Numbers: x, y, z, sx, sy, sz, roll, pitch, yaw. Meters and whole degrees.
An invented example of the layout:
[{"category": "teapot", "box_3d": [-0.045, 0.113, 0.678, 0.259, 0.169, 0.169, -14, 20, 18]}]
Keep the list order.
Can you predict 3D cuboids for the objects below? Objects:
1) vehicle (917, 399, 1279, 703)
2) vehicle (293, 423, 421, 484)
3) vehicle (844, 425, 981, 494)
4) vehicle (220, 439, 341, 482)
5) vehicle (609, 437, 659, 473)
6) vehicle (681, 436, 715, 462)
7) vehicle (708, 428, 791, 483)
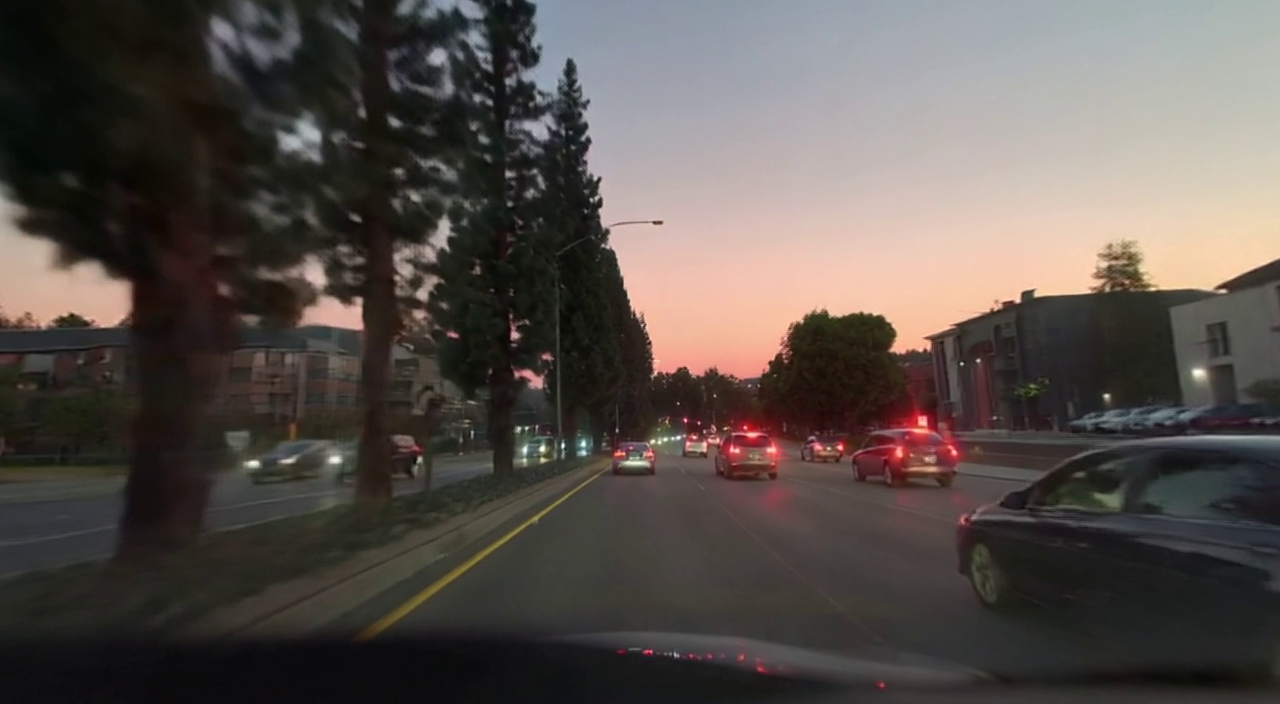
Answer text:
[{"category": "vehicle", "box_3d": [3.423, 1.057, 3.172, 2.010, 1.490, 4.639, 0, -9, 1]}, {"category": "vehicle", "box_3d": [-8.166, 2.981, 18.549, 1.939, 1.574, 3.820, 0, -9, 0]}, {"category": "vehicle", "box_3d": [7.642, 3.068, 18.174, 2.008, 1.714, 4.407, 0, -9, 0]}, {"category": "vehicle", "box_3d": [-15.160, 4.599, 26.919, 2.054, 1.669, 5.220, 0, -9, 0]}, {"category": "vehicle", "box_3d": [-0.234, 4.731, 28.879, 2.111, 1.506, 4.018, 0, -9, 0]}, {"category": "vehicle", "box_3d": [4.021, 6.860, 44.276, 1.982, 1.709, 4.427, 0, -9, -1]}, {"category": "vehicle", "box_3d": [3.716, 3.620, 22.067, 2.130, 1.718, 4.310, 0, -9, 0]}]
